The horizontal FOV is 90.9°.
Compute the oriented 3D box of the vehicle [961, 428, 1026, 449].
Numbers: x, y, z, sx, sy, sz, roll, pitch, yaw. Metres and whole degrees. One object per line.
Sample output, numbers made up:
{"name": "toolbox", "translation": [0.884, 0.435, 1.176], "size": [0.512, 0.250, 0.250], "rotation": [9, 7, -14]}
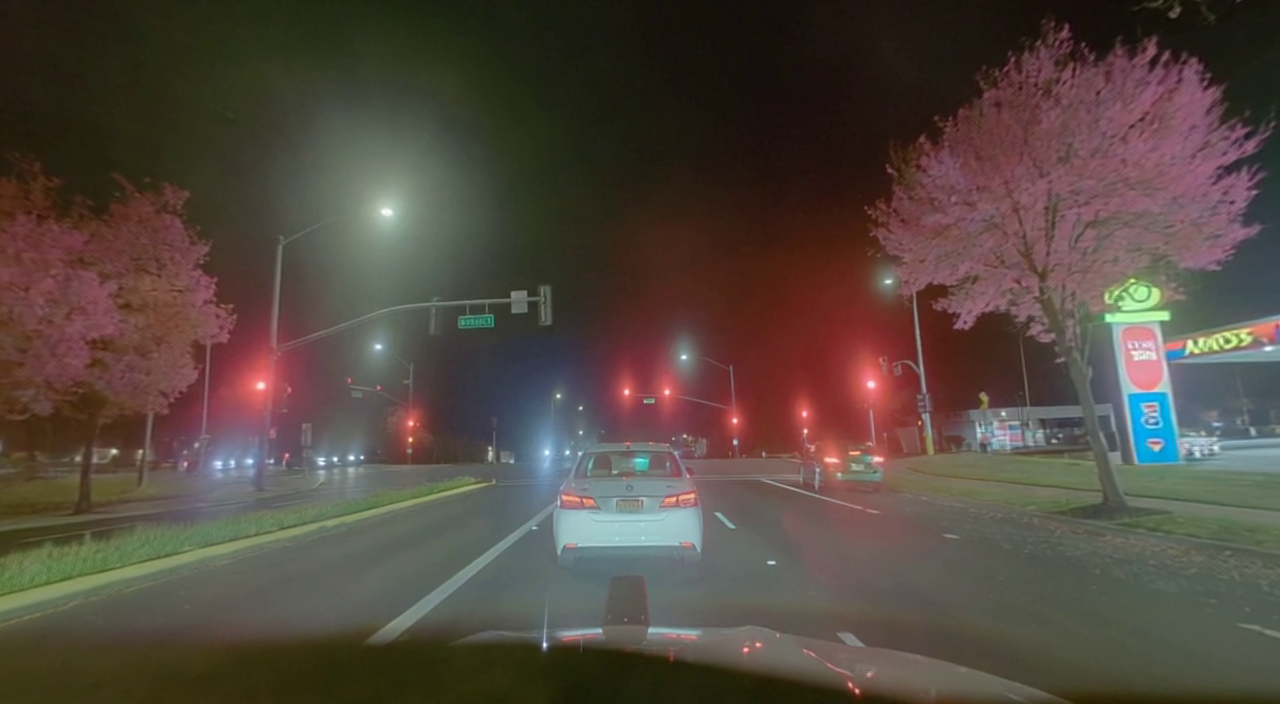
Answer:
{"name": "vehicle", "translation": [27.580, 6.740, 49.235], "size": [3.968, 1.572, 1.740], "rotation": [0, -8, 3]}

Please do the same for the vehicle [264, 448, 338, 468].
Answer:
{"name": "vehicle", "translation": [-26.747, 8.366, 49.754], "size": [4.806, 1.472, 1.886], "rotation": [-1, -8, 5]}

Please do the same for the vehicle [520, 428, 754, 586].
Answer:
{"name": "vehicle", "translation": [-0.055, 1.773, 8.082], "size": [2.213, 1.482, 4.057], "rotation": [0, -8, -1]}

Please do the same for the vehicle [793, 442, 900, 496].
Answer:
{"name": "vehicle", "translation": [6.413, 3.641, 20.162], "size": [1.942, 1.511, 4.390], "rotation": [0, -8, 0]}

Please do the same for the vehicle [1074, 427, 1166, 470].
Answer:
{"name": "vehicle", "translation": [18.549, 3.684, 24.270], "size": [4.300, 1.495, 2.053], "rotation": [8, -12, -43]}

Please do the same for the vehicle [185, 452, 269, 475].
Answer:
{"name": "vehicle", "translation": [-27.957, 7.542, 42.722], "size": [4.609, 1.465, 1.944], "rotation": [-2, -8, 11]}
